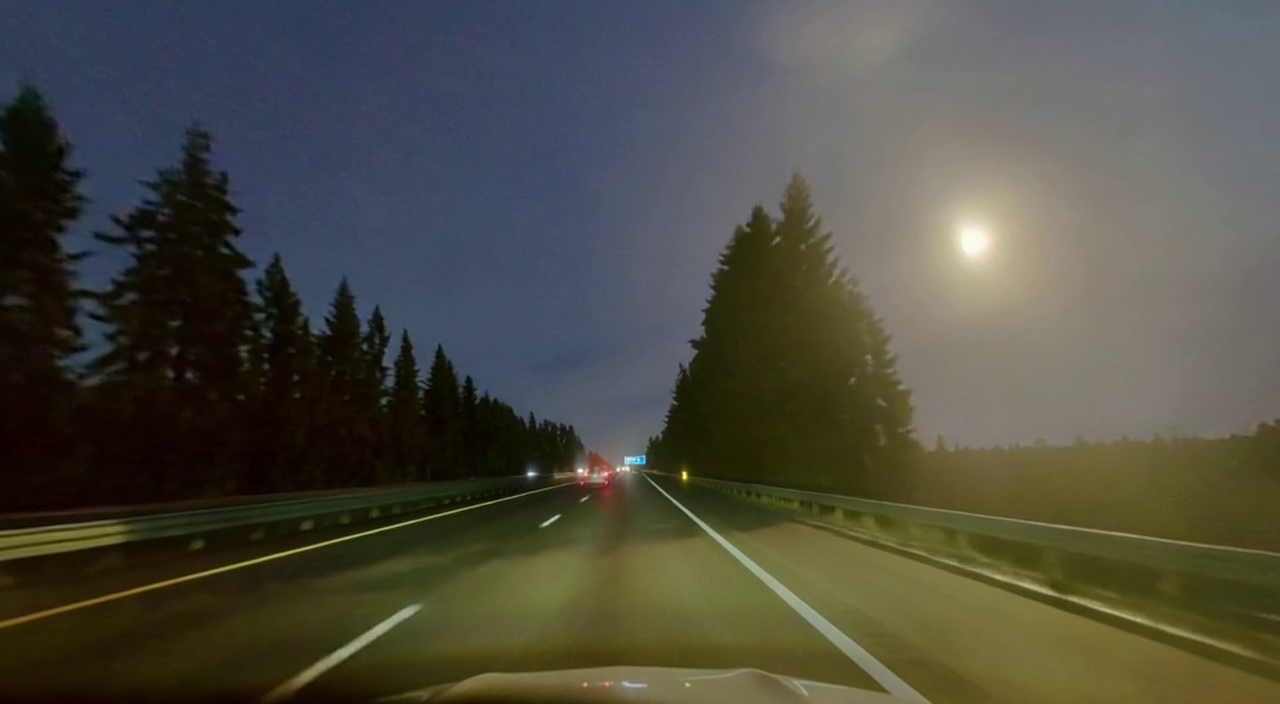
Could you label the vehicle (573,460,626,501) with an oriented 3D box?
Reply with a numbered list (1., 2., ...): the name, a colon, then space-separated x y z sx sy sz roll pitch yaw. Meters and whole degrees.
1. vehicle: -1.753 5.838 28.882 2.107 1.668 4.554 1 -11 0
